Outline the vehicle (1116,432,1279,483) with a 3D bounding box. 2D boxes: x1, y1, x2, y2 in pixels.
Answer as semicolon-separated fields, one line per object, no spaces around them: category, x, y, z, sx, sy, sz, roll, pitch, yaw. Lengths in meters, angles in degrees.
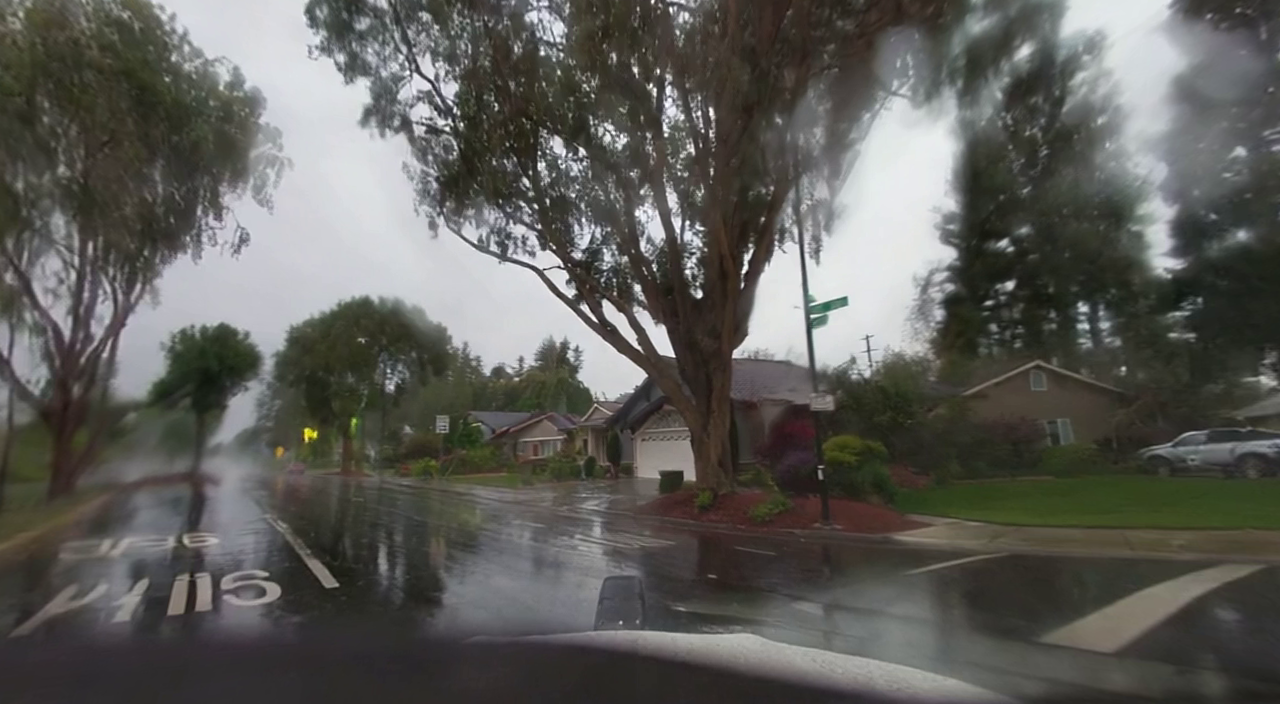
vehicle;18.672;3.360;20.338;1.835;1.491;4.866;5;-10;-32
